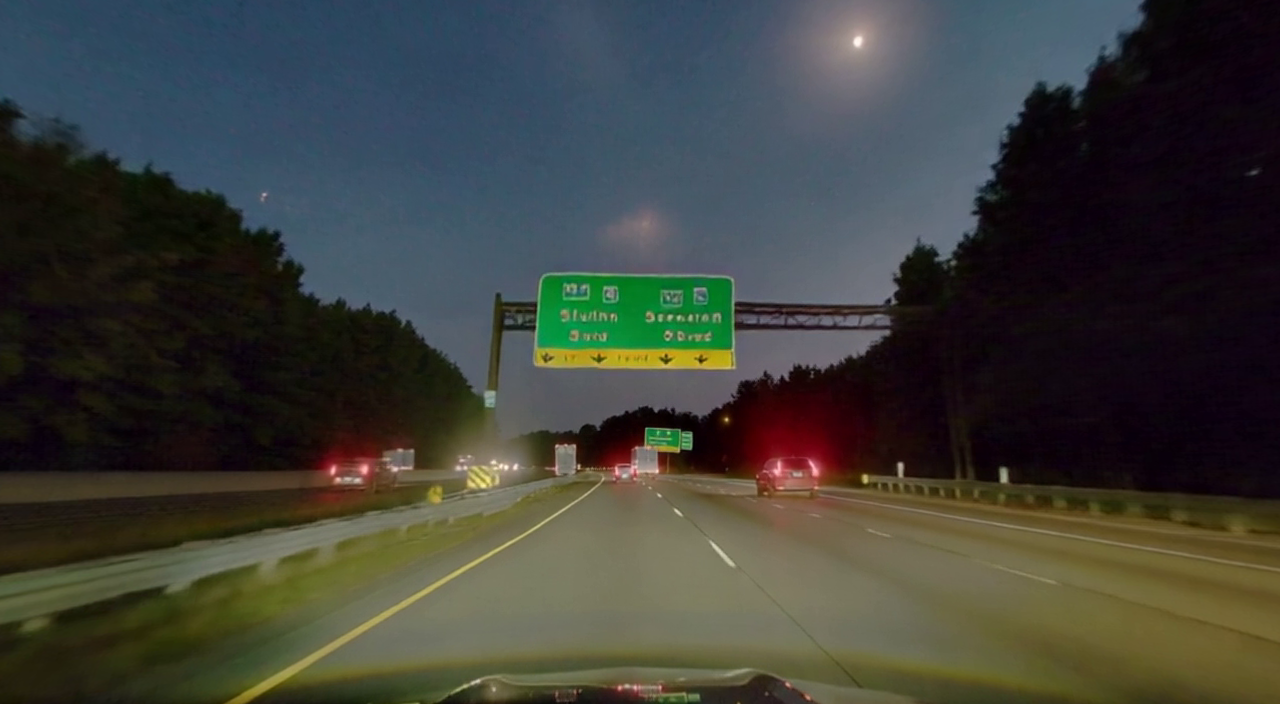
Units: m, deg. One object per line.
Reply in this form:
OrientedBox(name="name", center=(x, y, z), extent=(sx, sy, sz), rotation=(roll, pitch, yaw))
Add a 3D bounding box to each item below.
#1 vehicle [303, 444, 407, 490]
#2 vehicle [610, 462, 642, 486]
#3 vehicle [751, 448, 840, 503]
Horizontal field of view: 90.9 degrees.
OrientedBox(name="vehicle", center=(-11.467, 4.710, 25.767), extent=(1.952, 1.618, 4.859), rotation=(1, -11, 0))
OrientedBox(name="vehicle", center=(-0.947, 8.000, 41.423), extent=(1.987, 1.467, 3.903), rotation=(1, -11, -2))
OrientedBox(name="vehicle", center=(5.544, 4.512, 23.133), extent=(1.998, 1.776, 4.663), rotation=(1, -11, -1))
